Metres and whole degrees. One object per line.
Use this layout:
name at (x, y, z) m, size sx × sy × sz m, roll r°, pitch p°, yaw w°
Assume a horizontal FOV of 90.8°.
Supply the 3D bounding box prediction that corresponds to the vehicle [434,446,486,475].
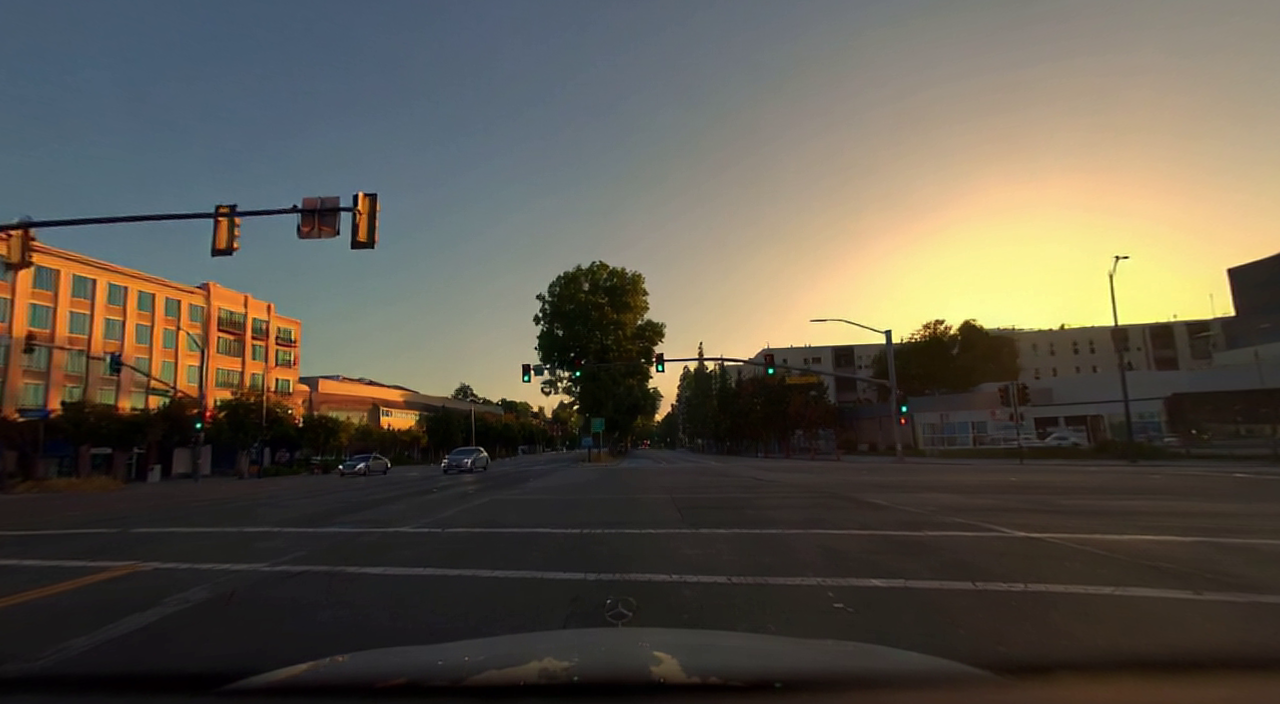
vehicle at (-12.204, 7.392, 43.235) m, size 2.151 × 1.847 × 4.634 m, roll 0°, pitch -9°, yaw 1°

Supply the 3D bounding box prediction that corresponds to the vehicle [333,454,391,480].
vehicle at (-18.846, 7.787, 43.058) m, size 1.933 × 1.664 × 4.255 m, roll 0°, pitch -9°, yaw 1°
